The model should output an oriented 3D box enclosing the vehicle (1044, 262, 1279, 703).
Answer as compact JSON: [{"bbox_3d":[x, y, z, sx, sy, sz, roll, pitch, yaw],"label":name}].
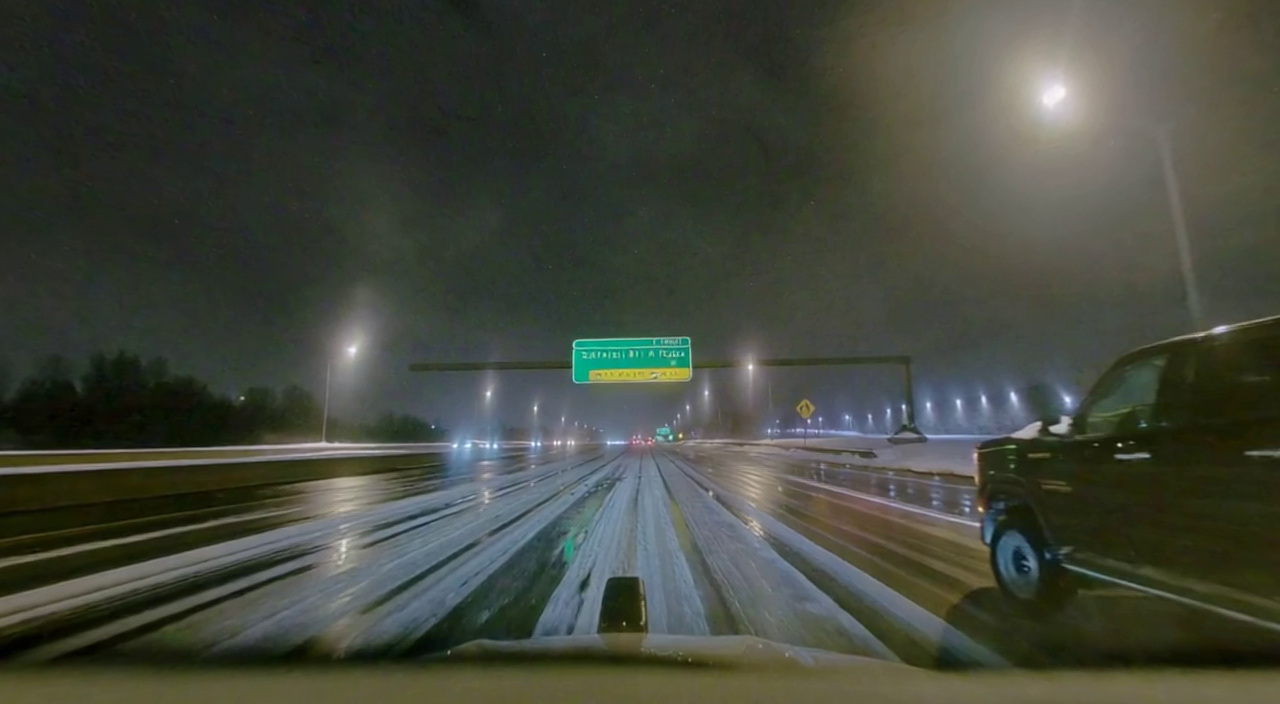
[{"bbox_3d":[3.811,0.371,0.897,2.462,1.954,6.111,0,-8,1],"label":"vehicle"}]
